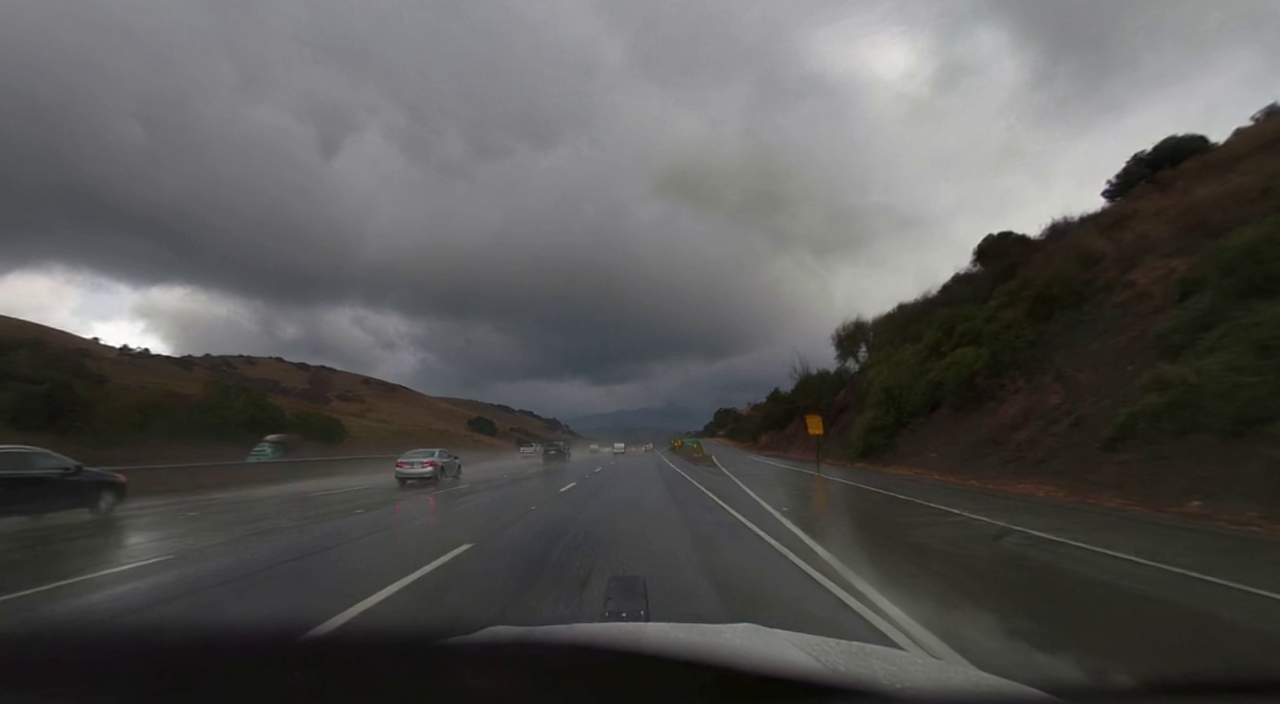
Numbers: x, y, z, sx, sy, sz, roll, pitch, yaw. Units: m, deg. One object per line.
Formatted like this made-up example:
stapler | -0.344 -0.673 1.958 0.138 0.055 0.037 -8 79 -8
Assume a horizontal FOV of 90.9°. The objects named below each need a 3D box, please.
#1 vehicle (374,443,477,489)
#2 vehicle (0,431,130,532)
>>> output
vehicle | -7.515 4.021 22.635 2.107 1.484 4.449 0 -9 1
vehicle | -11.569 2.176 10.642 2.020 1.645 4.629 0 -9 0
